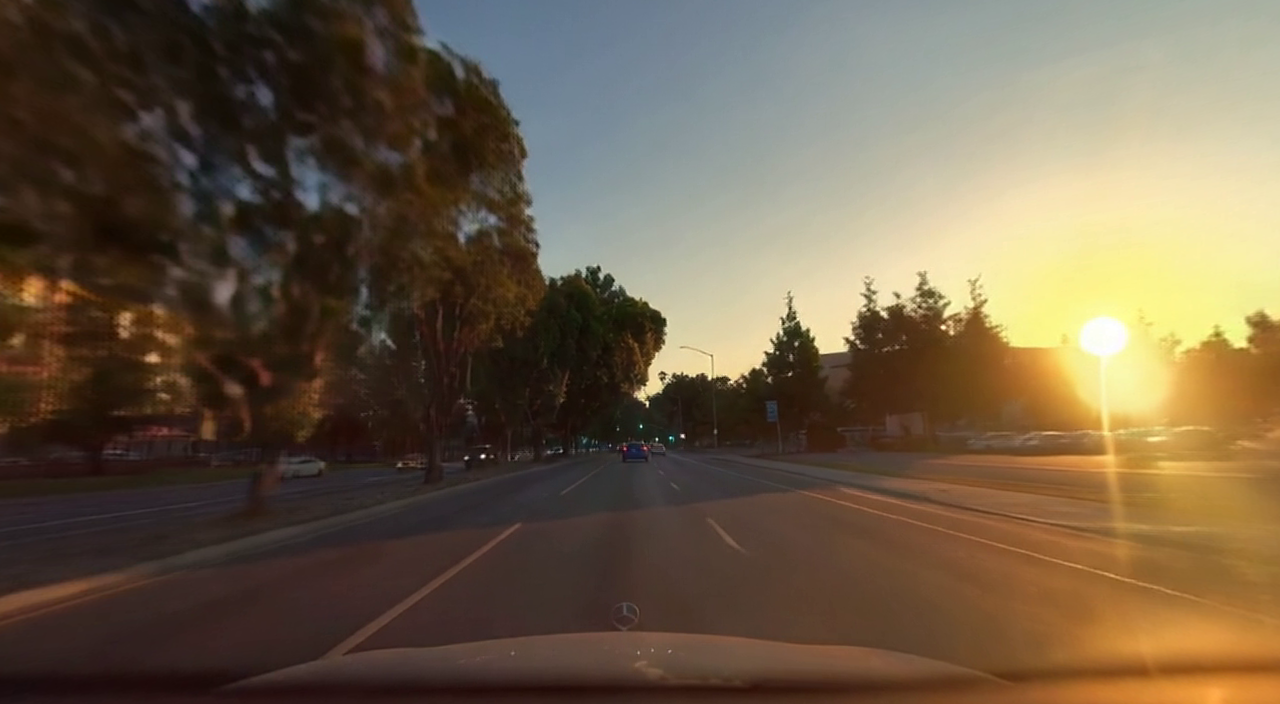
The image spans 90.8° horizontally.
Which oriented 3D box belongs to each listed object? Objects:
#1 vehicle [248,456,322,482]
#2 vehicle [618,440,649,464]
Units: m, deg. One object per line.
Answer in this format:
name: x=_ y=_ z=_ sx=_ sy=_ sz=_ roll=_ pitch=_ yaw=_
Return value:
vehicle: x=-22.447 y=7.418 z=40.190 sx=1.892 sy=1.483 sz=4.720 roll=0 pitch=-9 yaw=1
vehicle: x=-0.496 y=7.352 z=46.601 sx=2.174 sy=1.703 sz=4.231 roll=0 pitch=-9 yaw=0
